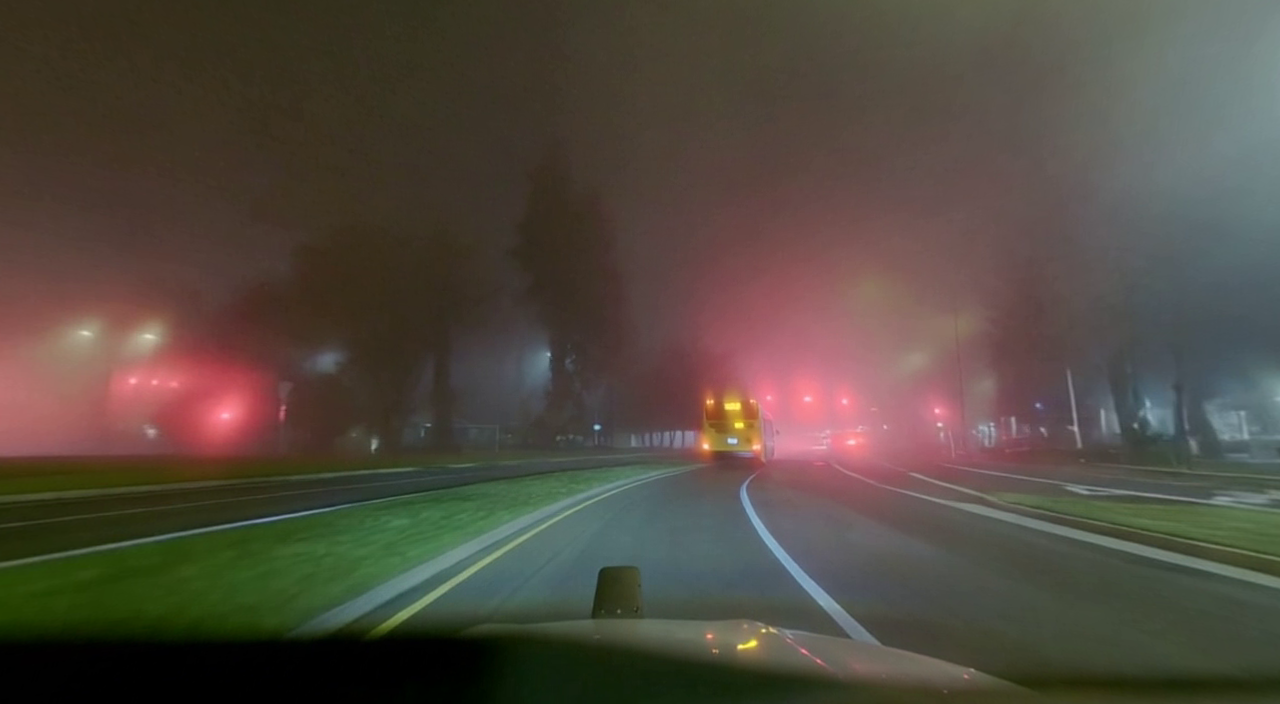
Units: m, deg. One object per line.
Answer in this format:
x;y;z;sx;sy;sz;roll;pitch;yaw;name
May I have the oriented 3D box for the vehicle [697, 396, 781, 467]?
6.026;4.696;36.317;3.031;3.429;11.005;-3;-9;18;vehicle
